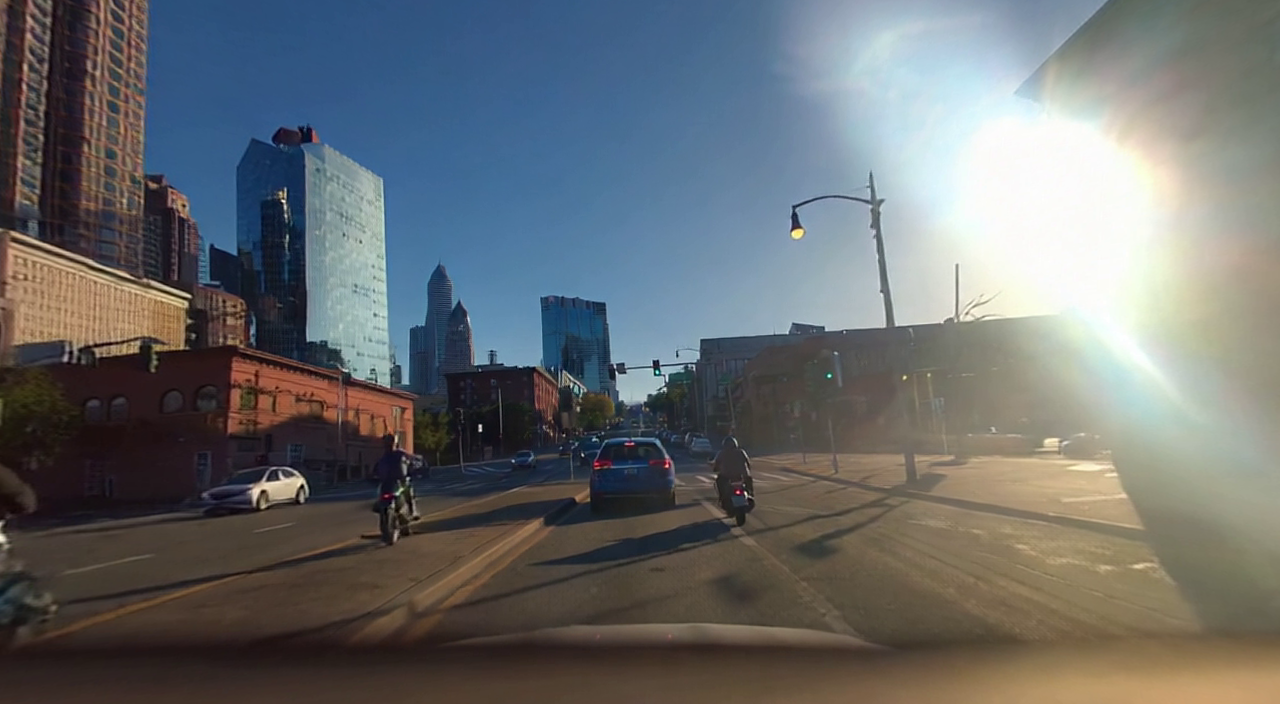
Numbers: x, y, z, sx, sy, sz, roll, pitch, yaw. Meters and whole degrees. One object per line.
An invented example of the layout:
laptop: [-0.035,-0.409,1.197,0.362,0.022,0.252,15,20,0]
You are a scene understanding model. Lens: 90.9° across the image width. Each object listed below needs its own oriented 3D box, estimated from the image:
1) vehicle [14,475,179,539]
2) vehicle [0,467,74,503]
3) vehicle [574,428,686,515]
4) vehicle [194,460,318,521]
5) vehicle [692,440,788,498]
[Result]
vehicle: [-18.199,5.157,21.495,2.032,1.701,4.475,1,-9,-8]
vehicle: [-32.607,6.945,33.001,4.008,1.720,1.940,0,-8,-1]
vehicle: [-0.191,2.736,14.900,2.265,1.748,4.130,0,-9,1]
vehicle: [-13.296,4.761,22.211,1.871,1.786,4.386,0,-9,-5]
vehicle: [2.826,3.438,18.899,2.101,1.507,4.355,0,-9,-1]
